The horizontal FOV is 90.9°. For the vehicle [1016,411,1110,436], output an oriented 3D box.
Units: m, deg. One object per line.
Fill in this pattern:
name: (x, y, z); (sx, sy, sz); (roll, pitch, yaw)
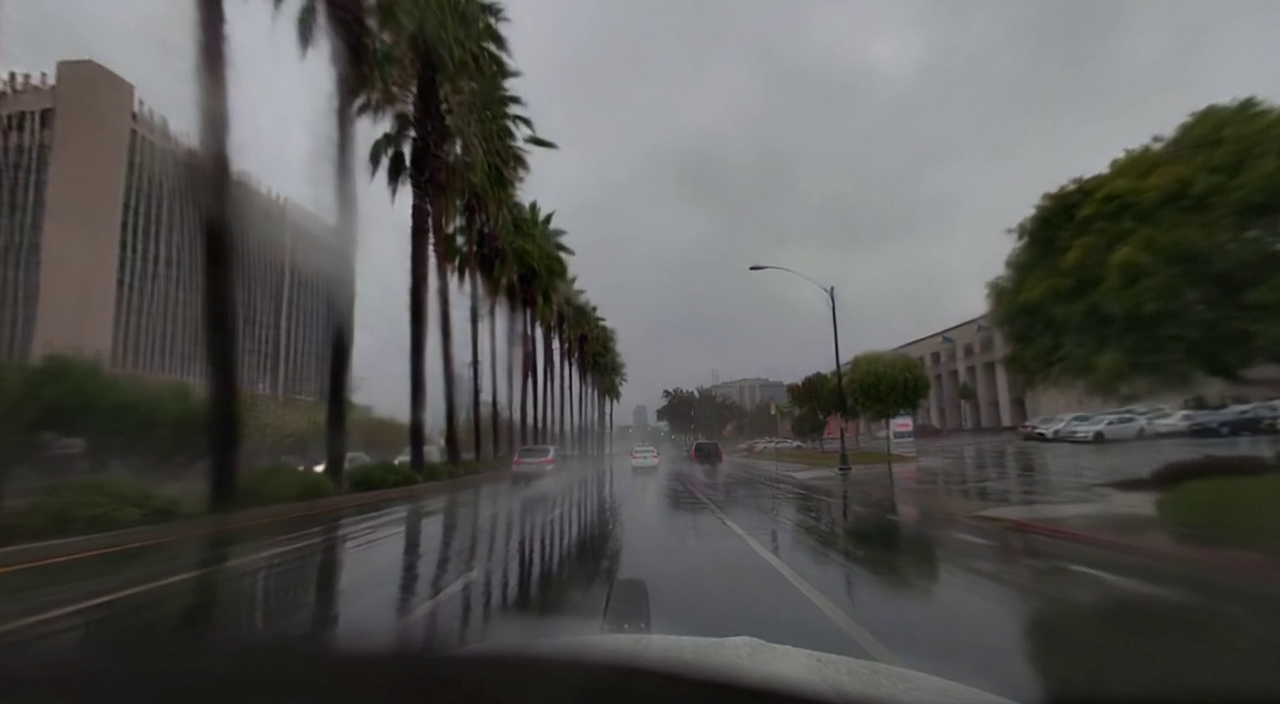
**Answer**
vehicle: (27.791, 4.772, 41.569); (1.663, 1.499, 4.774); (5, -10, -31)

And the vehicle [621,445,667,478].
vehicle: (0.198, 5.411, 31.360); (2.147, 1.507, 3.953); (0, -8, 0)

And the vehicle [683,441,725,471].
vehicle: (4.018, 6.603, 40.175); (2.108, 1.785, 4.334); (0, -8, -1)

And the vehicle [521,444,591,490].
vehicle: (-3.006, 4.235, 23.593); (1.908, 1.505, 4.369); (-1, -9, 2)

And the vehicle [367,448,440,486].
vehicle: (-11.521, 5.596, 31.064); (1.886, 1.706, 4.209); (-1, -9, 1)

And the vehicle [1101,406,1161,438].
vehicle: (24.341, 3.551, 31.373); (1.815, 1.441, 3.985); (-6, -10, 31)

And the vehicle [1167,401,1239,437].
vehicle: (27.577, 3.366, 31.001); (1.781, 1.592, 3.879); (-5, -10, 30)
